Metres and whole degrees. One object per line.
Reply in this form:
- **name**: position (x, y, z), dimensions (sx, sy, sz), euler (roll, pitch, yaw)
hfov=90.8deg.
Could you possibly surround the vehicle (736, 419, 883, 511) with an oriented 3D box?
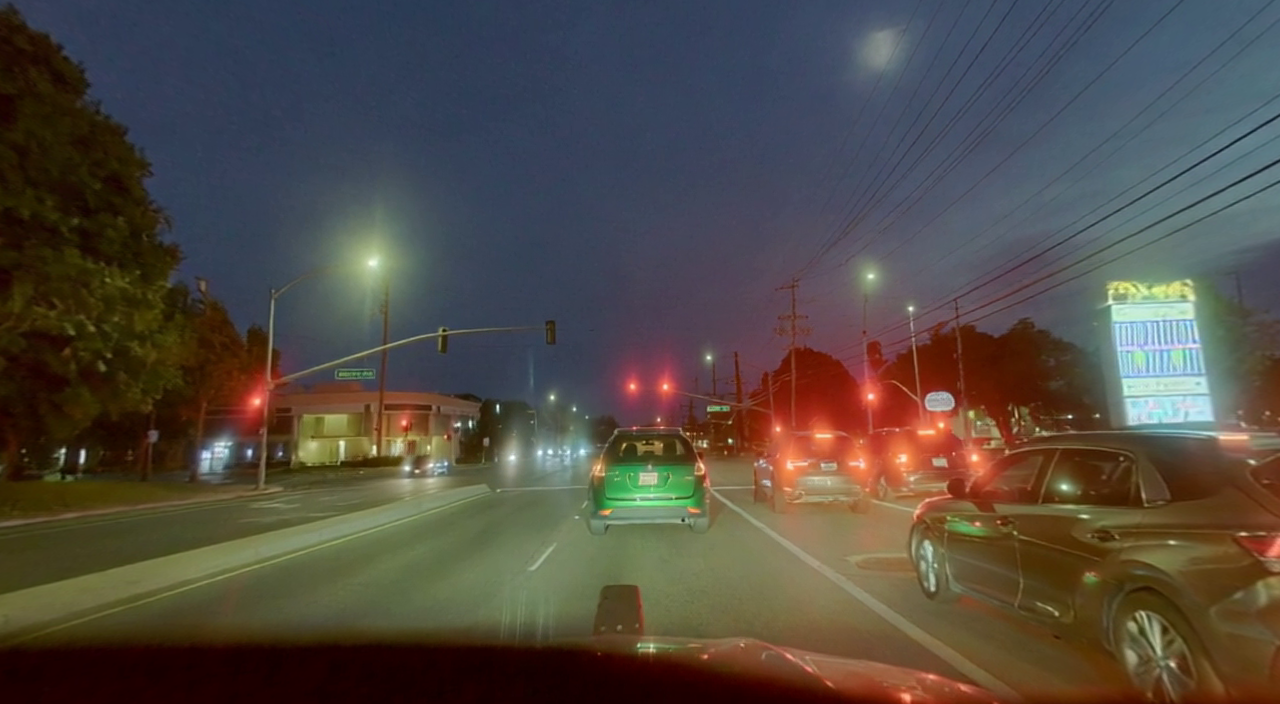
- **vehicle**: position (3.697, 2.568, 14.809), dimensions (2.060, 1.789, 4.712), euler (0, -9, -1)

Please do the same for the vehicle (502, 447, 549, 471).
- **vehicle**: position (-7.273, 6.837, 40.558), dimensions (2.057, 1.461, 4.485), euler (0, -9, 1)

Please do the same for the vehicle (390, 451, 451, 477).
- **vehicle**: position (-13.568, 6.953, 39.344), dimensions (2.045, 1.453, 4.624), euler (0, -9, 1)

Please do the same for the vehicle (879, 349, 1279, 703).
- **vehicle**: position (3.348, 1.064, 4.023), dimensions (1.998, 1.620, 4.267), euler (0, -9, 1)

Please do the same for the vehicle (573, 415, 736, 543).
- **vehicle**: position (0.190, 1.981, 10.386), dimensions (2.149, 1.668, 3.962), euler (0, -9, 0)
